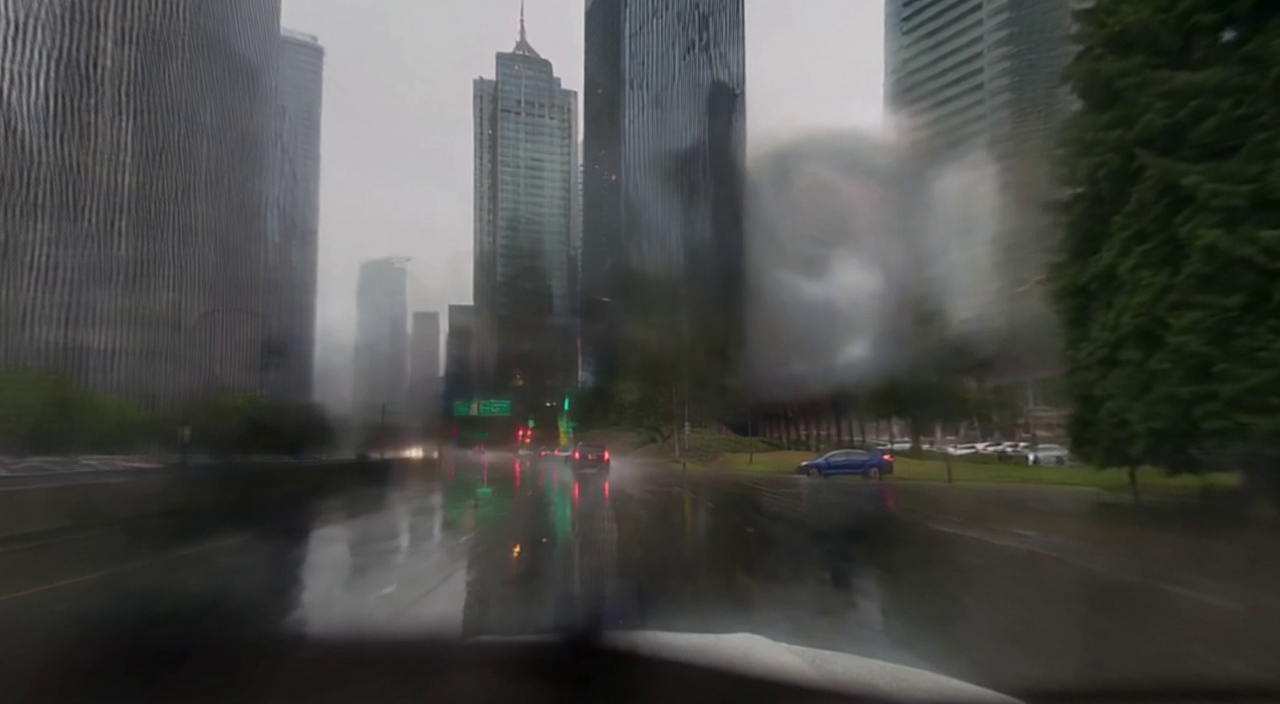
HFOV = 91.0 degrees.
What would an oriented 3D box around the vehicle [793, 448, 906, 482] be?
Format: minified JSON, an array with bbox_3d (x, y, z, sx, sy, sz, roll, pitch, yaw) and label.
[{"bbox_3d":[9.761,5.302,29.661,4.645,1.505,2.100,-1,-9,4],"label":"vehicle"}]

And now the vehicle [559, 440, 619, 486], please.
[{"bbox_3d":[-2.034,4.428,25.385,2.183,1.675,4.319,1,-9,-4],"label":"vehicle"}]
